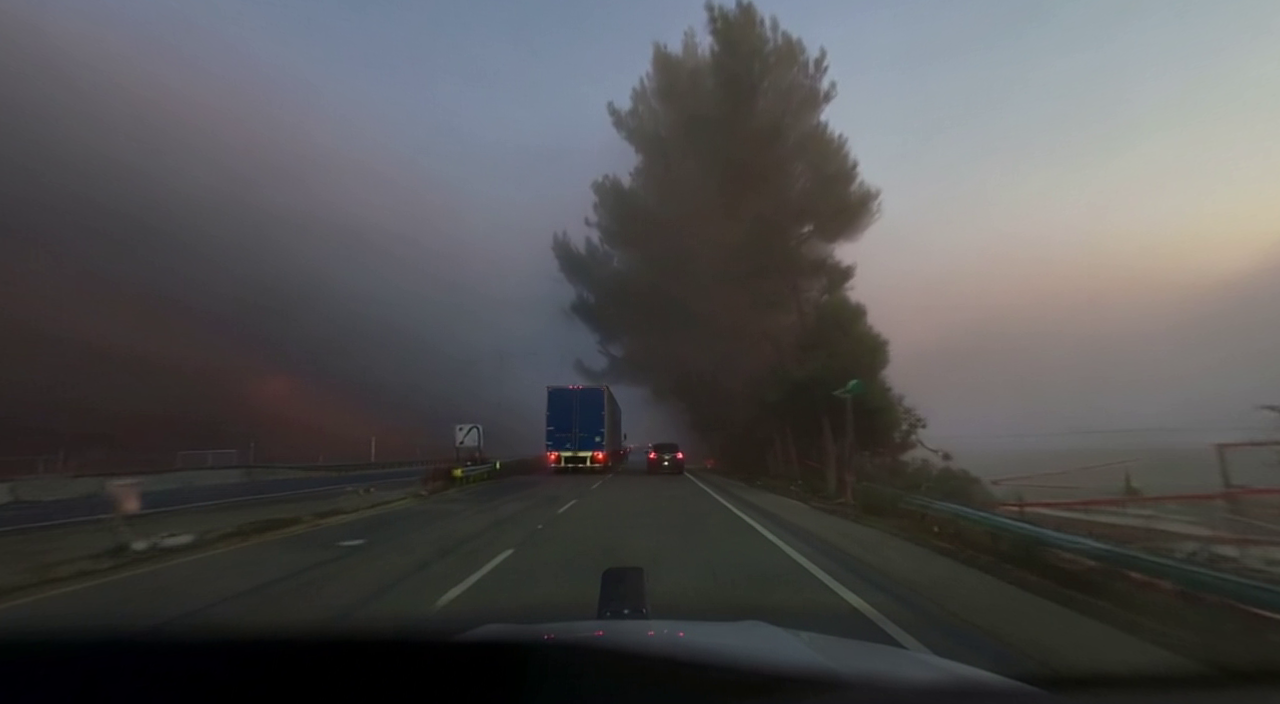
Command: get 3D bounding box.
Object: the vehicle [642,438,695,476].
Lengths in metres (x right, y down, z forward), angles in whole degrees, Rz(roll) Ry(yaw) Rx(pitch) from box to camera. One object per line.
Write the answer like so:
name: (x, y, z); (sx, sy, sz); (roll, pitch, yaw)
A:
vehicle: (1.252, 4.974, 30.127); (2.304, 1.675, 4.462); (0, -8, 0)

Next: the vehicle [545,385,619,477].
vehicle: (-2.846, 4.673, 36.251); (2.906, 4.115, 15.715); (0, -8, 0)
